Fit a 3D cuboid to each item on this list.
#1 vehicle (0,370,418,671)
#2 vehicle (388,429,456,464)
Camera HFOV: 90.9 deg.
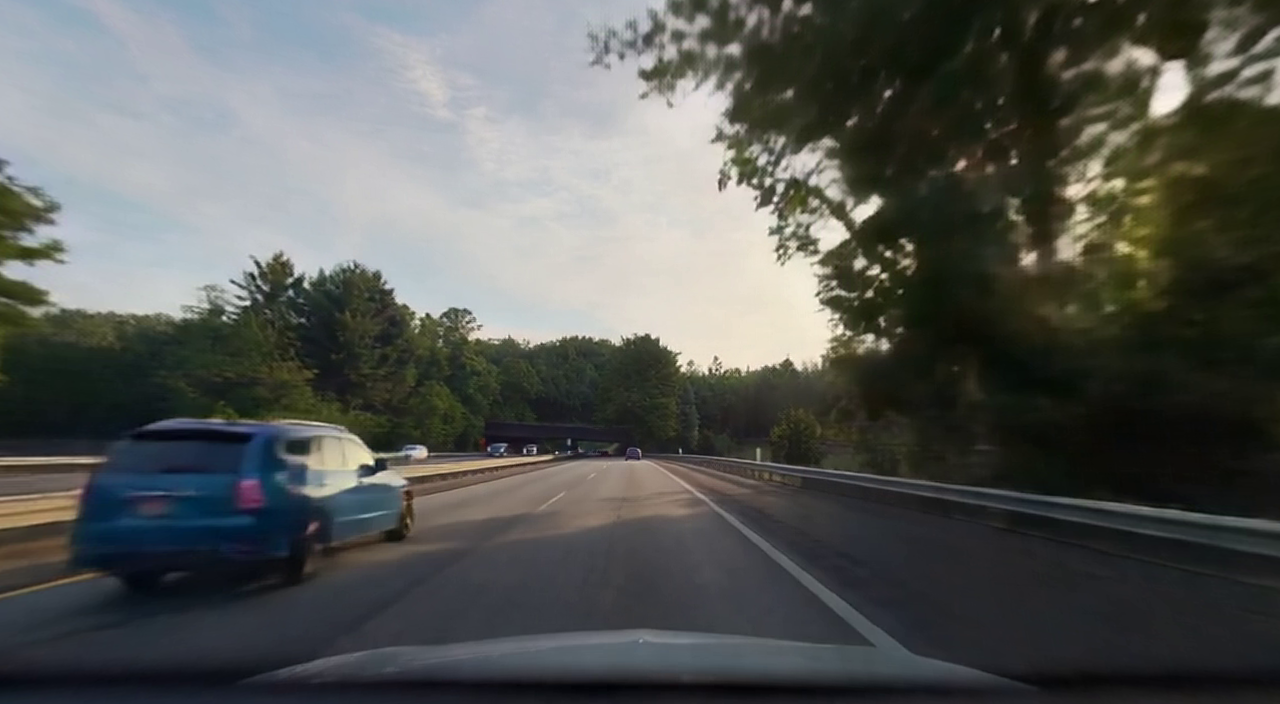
[{"bbox_3d":[-4.034,1.327,5.999,2.135,1.755,4.476,0,-9,1],"label":"vehicle"},{"bbox_3d":[-12.861,5.640,37.617,2.204,1.903,5.271,0,-9,0],"label":"vehicle"}]
